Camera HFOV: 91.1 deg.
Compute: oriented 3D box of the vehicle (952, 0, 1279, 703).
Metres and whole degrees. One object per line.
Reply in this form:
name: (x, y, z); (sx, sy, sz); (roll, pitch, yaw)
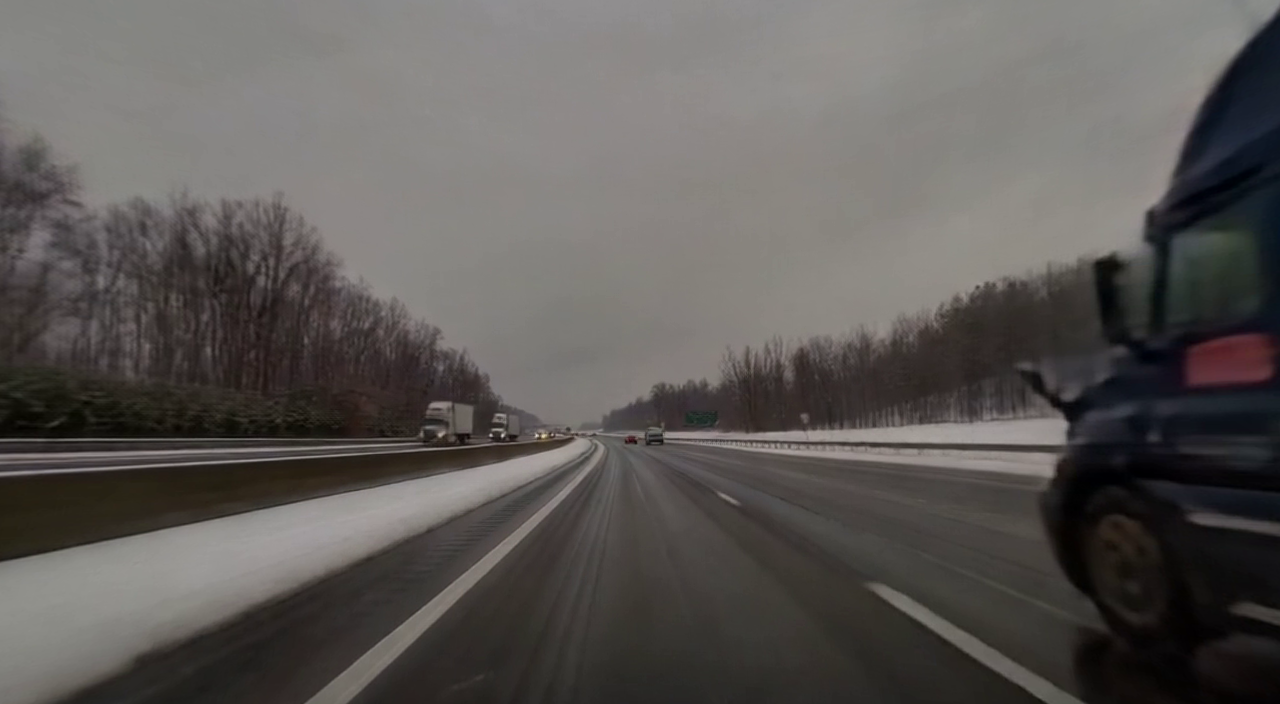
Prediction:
vehicle: (3.801, -0.542, 1.335); (2.985, 4.066, 6.190); (0, -8, 0)
